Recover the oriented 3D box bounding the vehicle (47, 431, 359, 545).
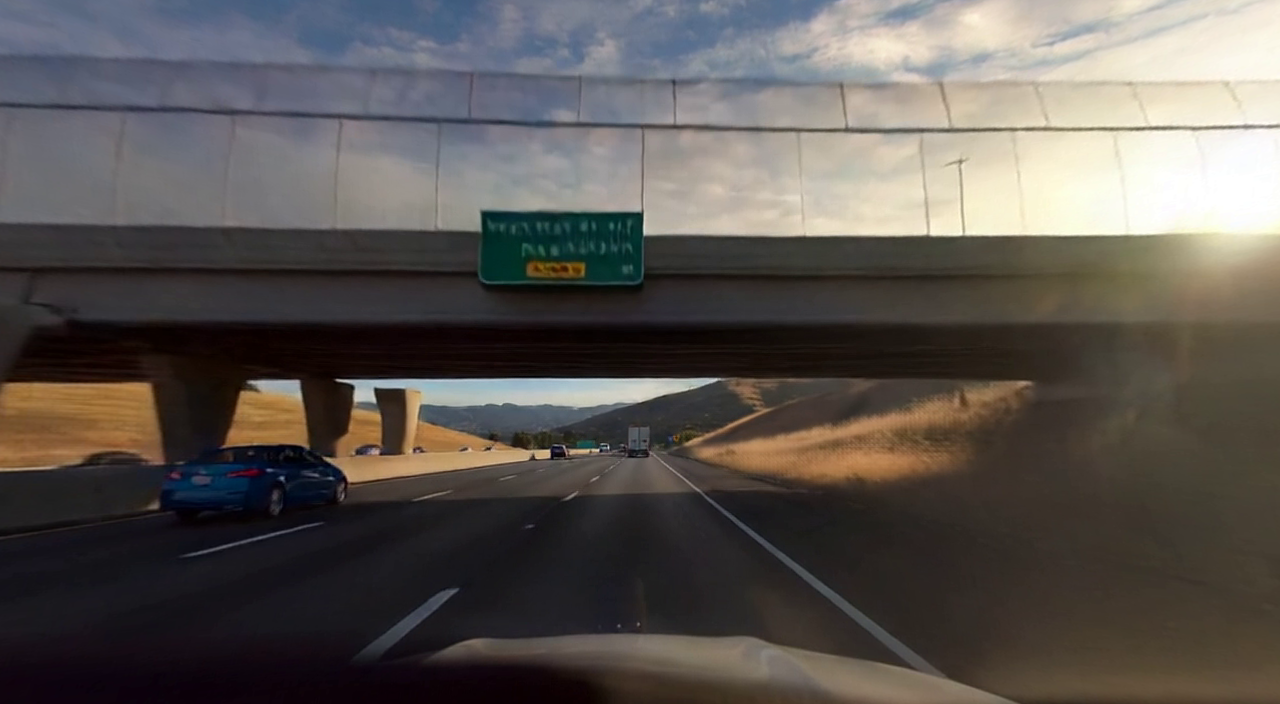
[{"bbox_3d":[-7.028,2.212,10.970,2.096,1.541,4.610,0,-8,0],"label":"vehicle"}]
